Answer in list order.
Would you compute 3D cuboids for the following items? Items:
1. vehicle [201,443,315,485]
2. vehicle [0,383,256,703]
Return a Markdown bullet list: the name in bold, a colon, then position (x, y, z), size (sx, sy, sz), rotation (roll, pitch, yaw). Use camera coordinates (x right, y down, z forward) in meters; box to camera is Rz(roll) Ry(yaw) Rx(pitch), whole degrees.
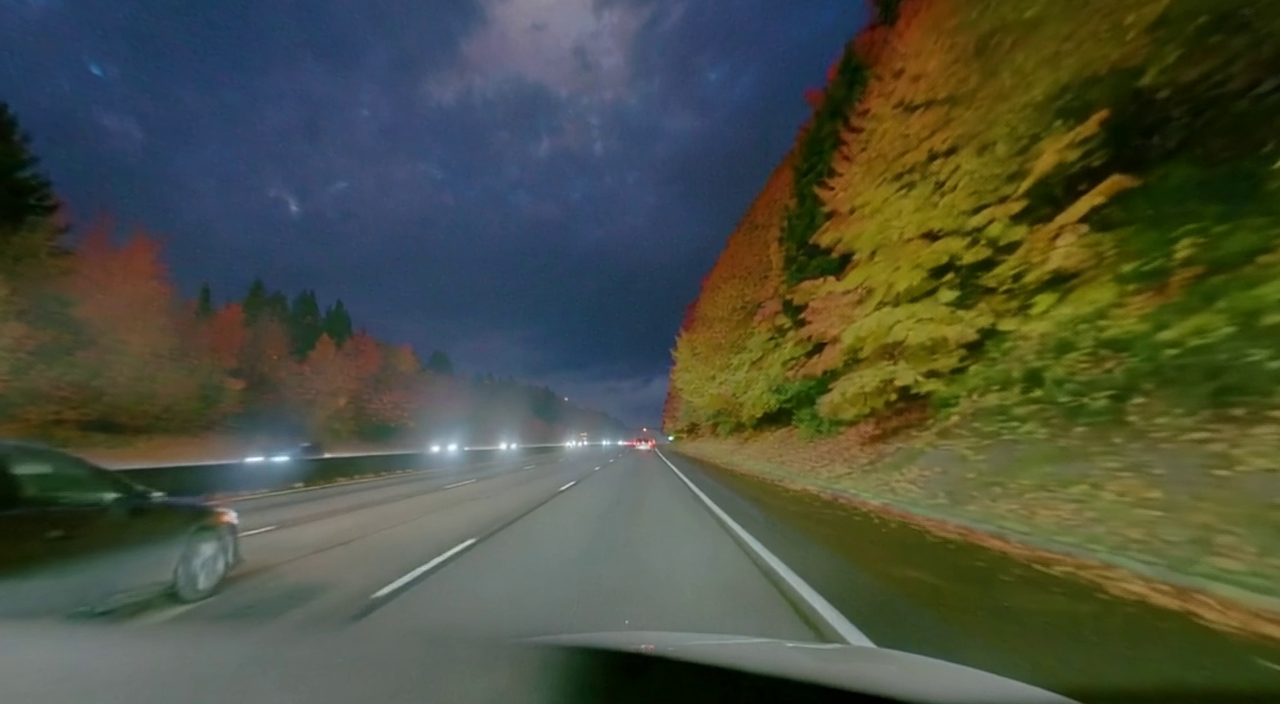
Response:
- **vehicle**: position (-15.369, 4.493, 25.622), size (1.927, 1.519, 4.301), rotation (0, -8, 0)
- **vehicle**: position (-4.273, 0.945, 2.876), size (2.123, 1.643, 4.479), rotation (0, -8, 1)
